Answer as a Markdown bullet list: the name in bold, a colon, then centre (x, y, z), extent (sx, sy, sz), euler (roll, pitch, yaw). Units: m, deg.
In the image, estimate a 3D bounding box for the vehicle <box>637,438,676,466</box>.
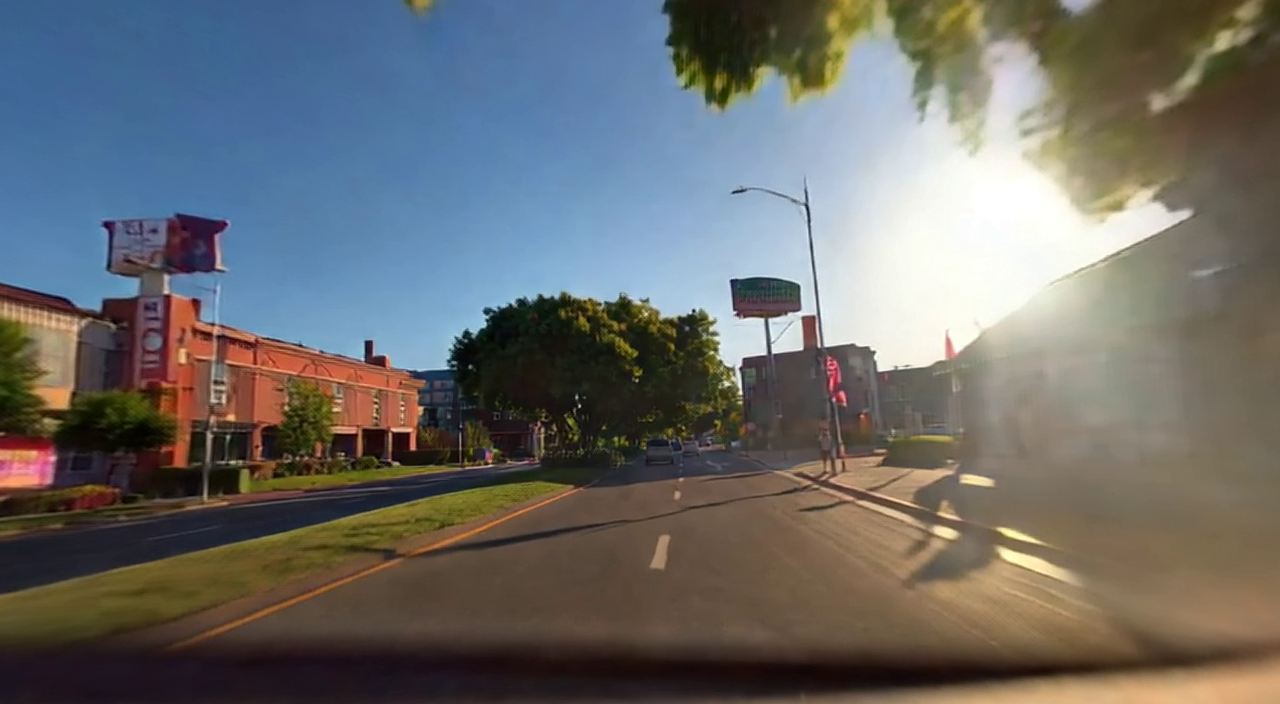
- **vehicle**: centre (1.142, 6.424, 40.647), extent (2.235, 1.719, 4.292), euler (0, -8, 5)
